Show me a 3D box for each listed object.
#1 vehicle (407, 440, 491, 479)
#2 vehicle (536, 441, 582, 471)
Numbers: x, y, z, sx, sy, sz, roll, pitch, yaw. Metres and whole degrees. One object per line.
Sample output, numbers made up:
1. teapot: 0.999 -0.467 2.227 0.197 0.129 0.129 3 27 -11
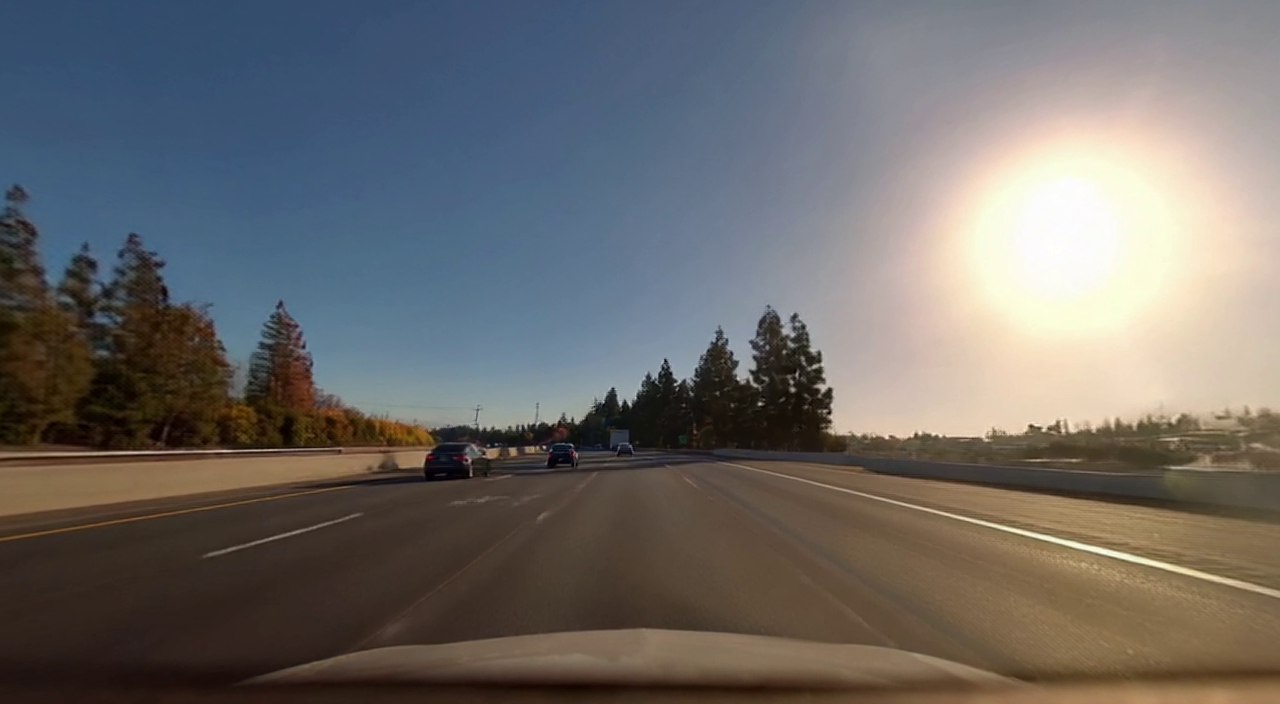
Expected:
1. vehicle: -7.767 4.403 26.143 2.038 1.463 4.656 0 -8 0
2. vehicle: -4.163 5.420 32.996 1.936 1.465 4.060 0 -8 0
